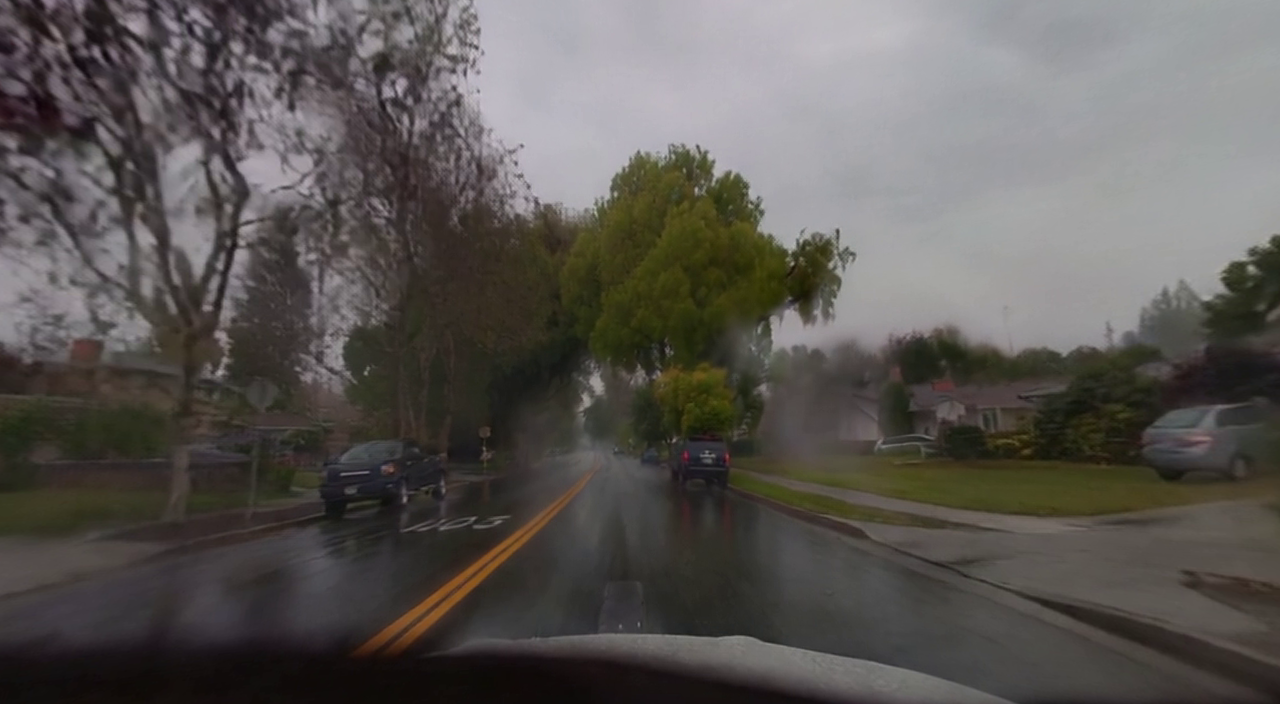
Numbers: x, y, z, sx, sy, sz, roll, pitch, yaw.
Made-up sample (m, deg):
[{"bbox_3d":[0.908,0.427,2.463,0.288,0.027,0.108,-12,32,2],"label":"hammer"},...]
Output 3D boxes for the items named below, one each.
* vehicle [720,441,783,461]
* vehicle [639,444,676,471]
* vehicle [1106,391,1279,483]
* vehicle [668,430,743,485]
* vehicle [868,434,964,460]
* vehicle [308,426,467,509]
[{"bbox_3d":[8.719,7.762,49.715,4.472,1.481,2.143,0,-9,-3],"label":"vehicle"},{"bbox_3d":[1.064,6.870,41.349,1.988,1.618,4.567,0,-8,-4],"label":"vehicle"},{"bbox_3d":[13.512,1.861,13.814,4.938,1.830,2.024,0,-9,1],"label":"vehicle"},{"bbox_3d":[2.169,3.643,22.135,2.007,1.702,4.430,0,-8,-2],"label":"vehicle"},{"bbox_3d":[15.657,5.394,35.987,4.560,1.350,1.882,-1,-8,2],"label":"vehicle"},{"bbox_3d":[-6.403,3.053,16.961,2.102,1.801,5.574,-1,-10,-2],"label":"vehicle"}]
